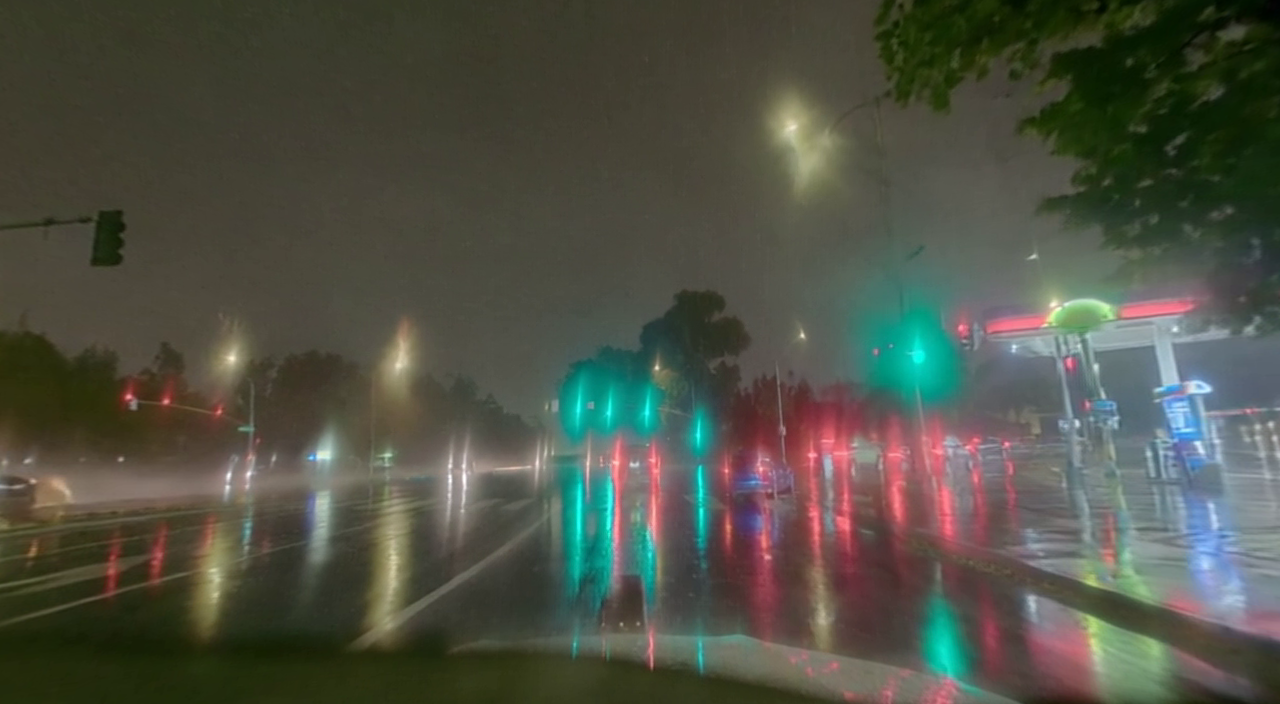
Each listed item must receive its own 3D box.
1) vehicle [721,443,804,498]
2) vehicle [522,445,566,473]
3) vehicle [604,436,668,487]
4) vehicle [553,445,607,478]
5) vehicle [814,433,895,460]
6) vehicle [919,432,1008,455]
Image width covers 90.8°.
[{"bbox_3d":[3.882,3.540,19.437,1.976,1.462,4.342,-3,-9,18],"label":"vehicle"},{"bbox_3d":[-6.129,6.882,40.783,2.018,1.692,4.226,-1,-8,2],"label":"vehicle"},{"bbox_3d":[-0.083,4.111,24.060,2.210,1.722,4.215,0,-8,2],"label":"vehicle"},{"bbox_3d":[-2.855,5.333,30.998,2.003,1.492,4.291,-1,-8,3],"label":"vehicle"},{"bbox_3d":[13.845,6.109,40.883,4.524,1.681,1.823,0,-8,-1],"label":"vehicle"},{"bbox_3d":[20.726,5.875,40.602,4.700,1.417,1.789,0,-8,2],"label":"vehicle"}]
